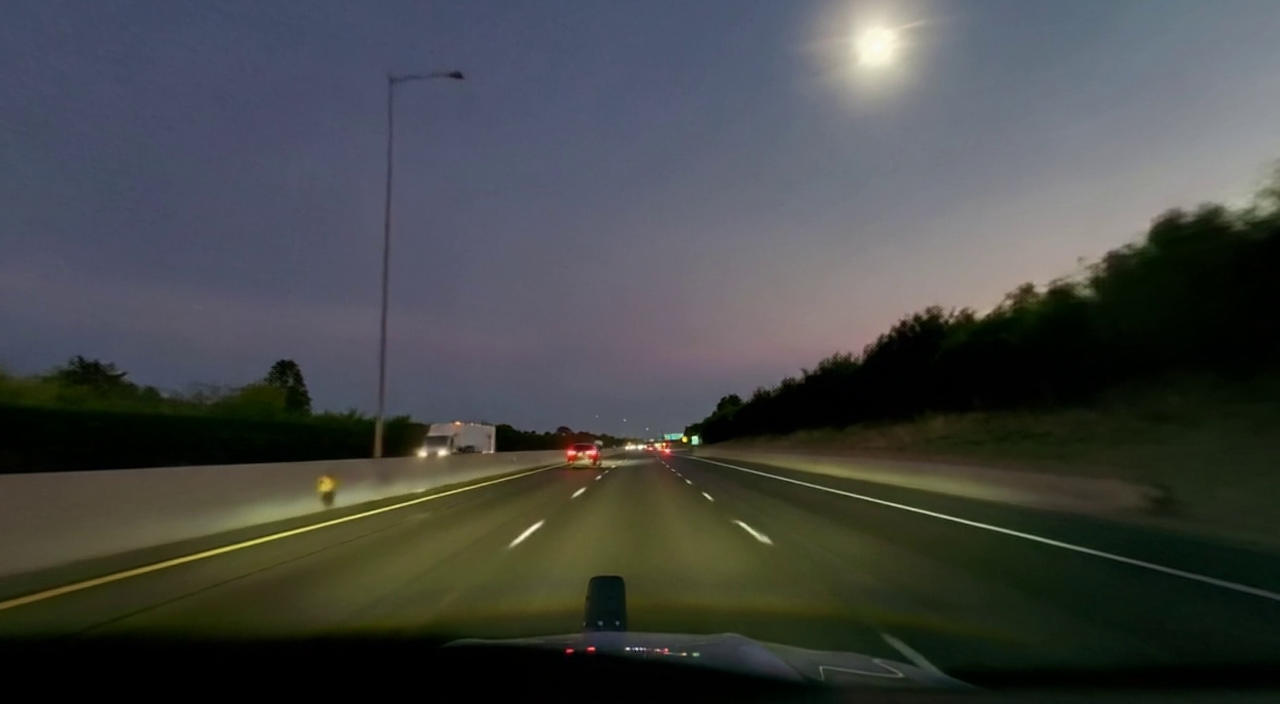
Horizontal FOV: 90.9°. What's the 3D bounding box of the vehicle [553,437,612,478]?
[{"bbox_3d":[-2.460,4.677,28.119,2.183,1.662,3.968,0,-9,1],"label":"vehicle"}]
